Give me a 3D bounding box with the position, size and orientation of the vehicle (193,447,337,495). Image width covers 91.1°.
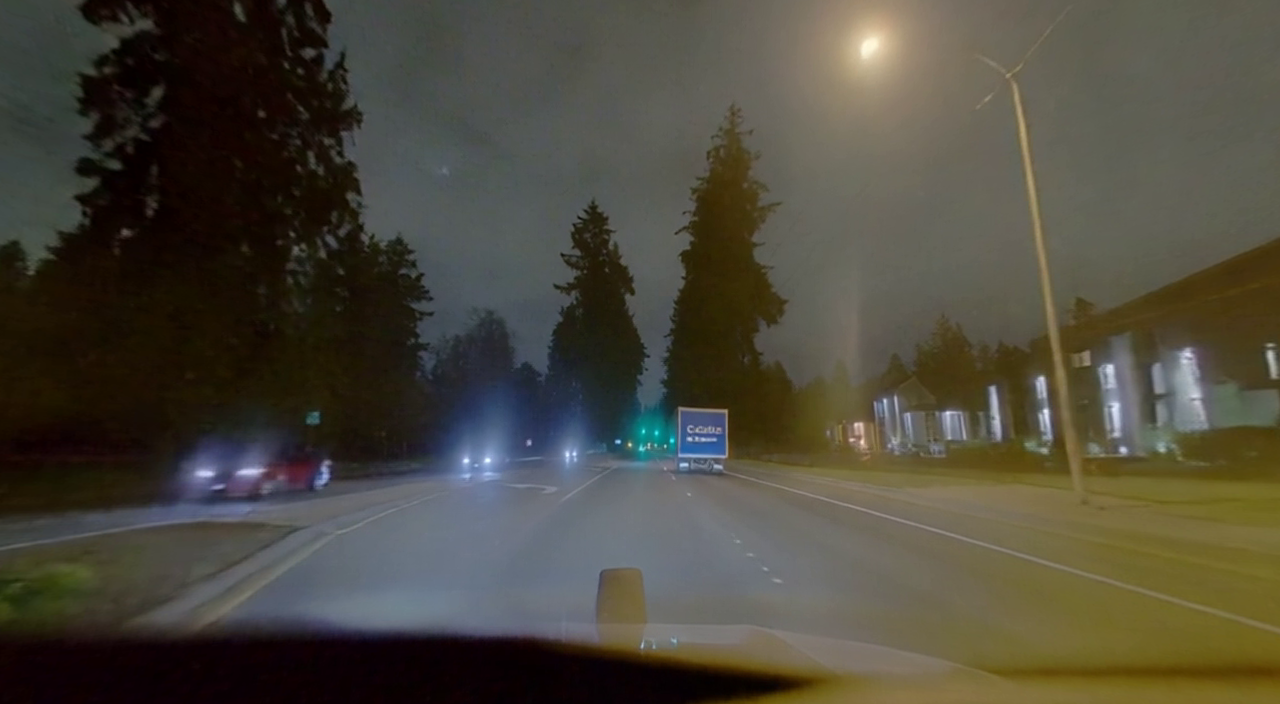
[{"bbox_3d":[-11.951,3.773,20.392,1.973,1.368,4.253,0,-8,1],"label":"vehicle"}]

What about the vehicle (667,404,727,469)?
[{"bbox_3d":[3.632,5.725,42.273,2.973,3.848,9.336,0,-8,-1],"label":"vehicle"}]

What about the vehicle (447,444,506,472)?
[{"bbox_3d":[-8.981,5.867,34.936,2.011,1.460,4.420,0,-8,1],"label":"vehicle"}]
